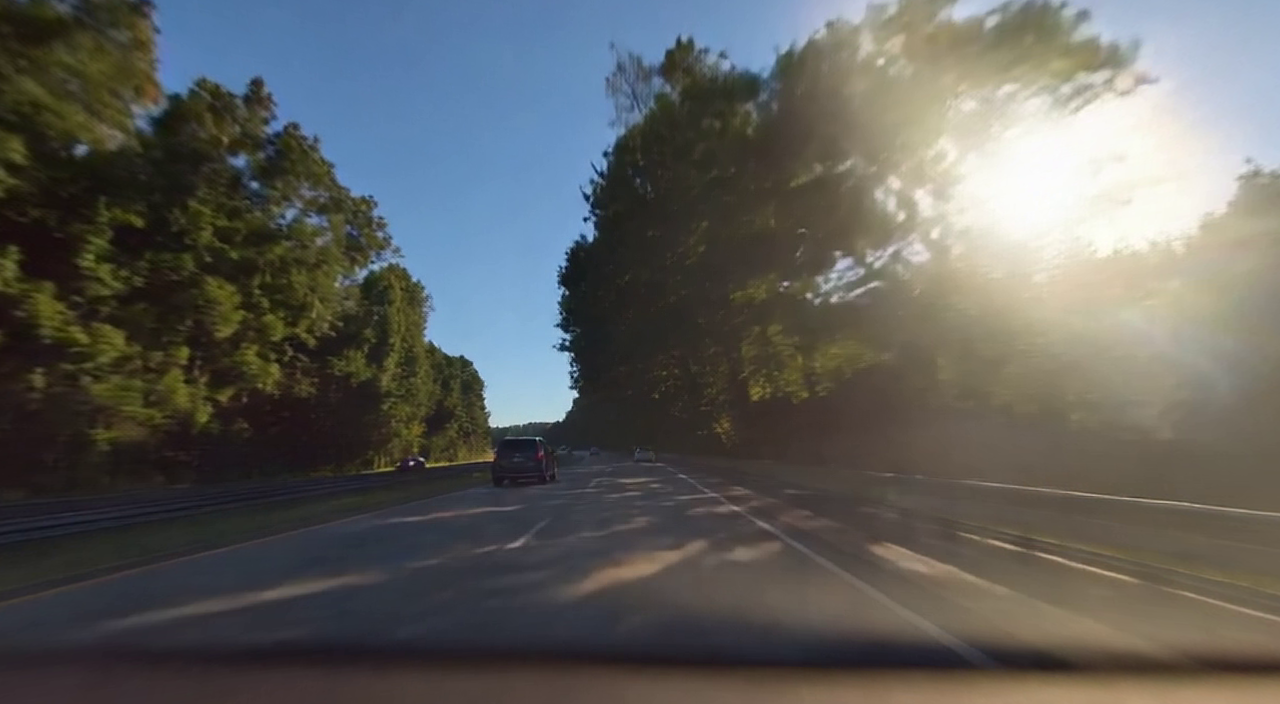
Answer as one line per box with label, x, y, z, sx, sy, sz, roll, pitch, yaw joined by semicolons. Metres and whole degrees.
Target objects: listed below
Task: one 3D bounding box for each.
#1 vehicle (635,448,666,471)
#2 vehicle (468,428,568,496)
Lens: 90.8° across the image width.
vehicle;0.707;7.464;44.008;2.046;1.452;4.407;0;-9;0
vehicle;-3.985;3.728;21.719;2.418;2.049;4.930;0;-9;0
